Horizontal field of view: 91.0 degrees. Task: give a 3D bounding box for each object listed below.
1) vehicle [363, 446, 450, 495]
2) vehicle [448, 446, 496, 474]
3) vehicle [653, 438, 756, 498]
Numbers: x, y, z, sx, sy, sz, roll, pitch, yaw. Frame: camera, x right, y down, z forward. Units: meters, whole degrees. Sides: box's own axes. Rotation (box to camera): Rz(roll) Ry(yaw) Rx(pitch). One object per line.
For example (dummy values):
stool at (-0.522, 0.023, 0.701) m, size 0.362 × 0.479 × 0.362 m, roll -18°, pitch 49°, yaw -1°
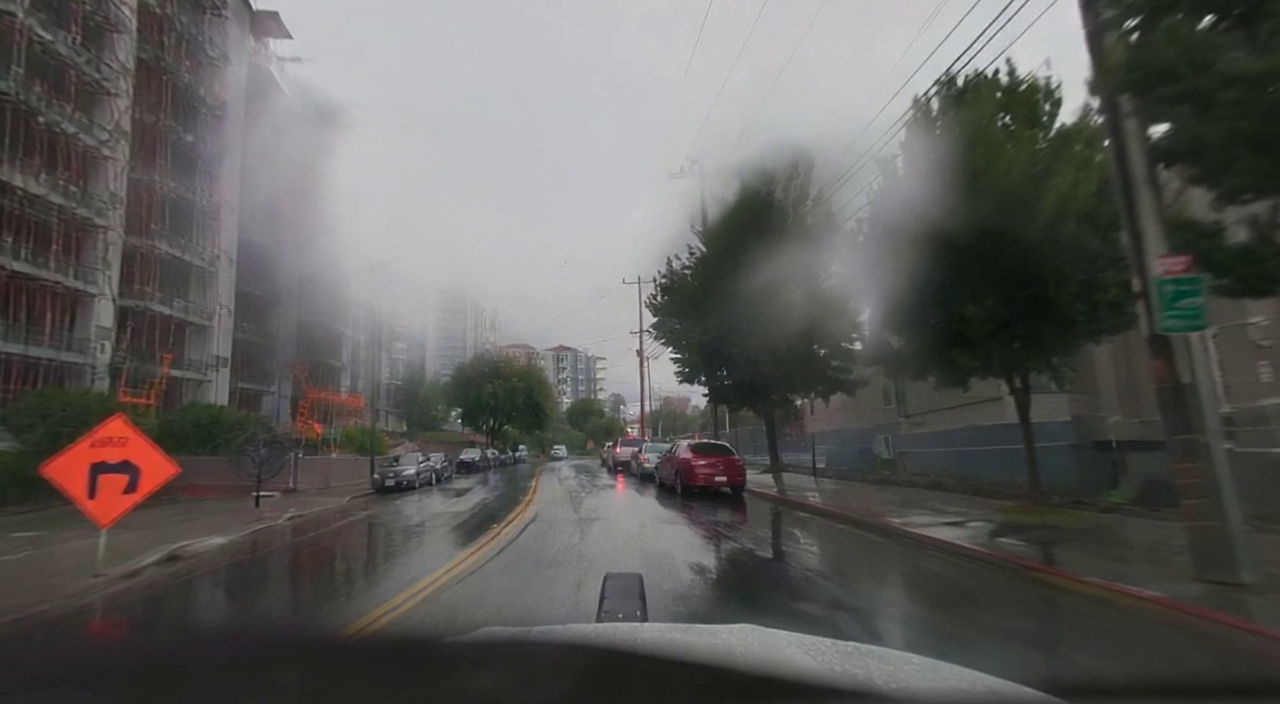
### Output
vehicle at (-8.937, 4.616, 24.552) m, size 1.996 × 1.578 × 4.806 m, roll -3°, pitch -11°, yaw -5°
vehicle at (-11.860, 7.639, 44.863) m, size 2.194 × 1.861 × 5.725 m, roll 1°, pitch -9°, yaw -4°
vehicle at (1.795, 3.478, 19.347) m, size 1.976 × 1.588 × 4.968 m, roll 1°, pitch -9°, yaw -8°
